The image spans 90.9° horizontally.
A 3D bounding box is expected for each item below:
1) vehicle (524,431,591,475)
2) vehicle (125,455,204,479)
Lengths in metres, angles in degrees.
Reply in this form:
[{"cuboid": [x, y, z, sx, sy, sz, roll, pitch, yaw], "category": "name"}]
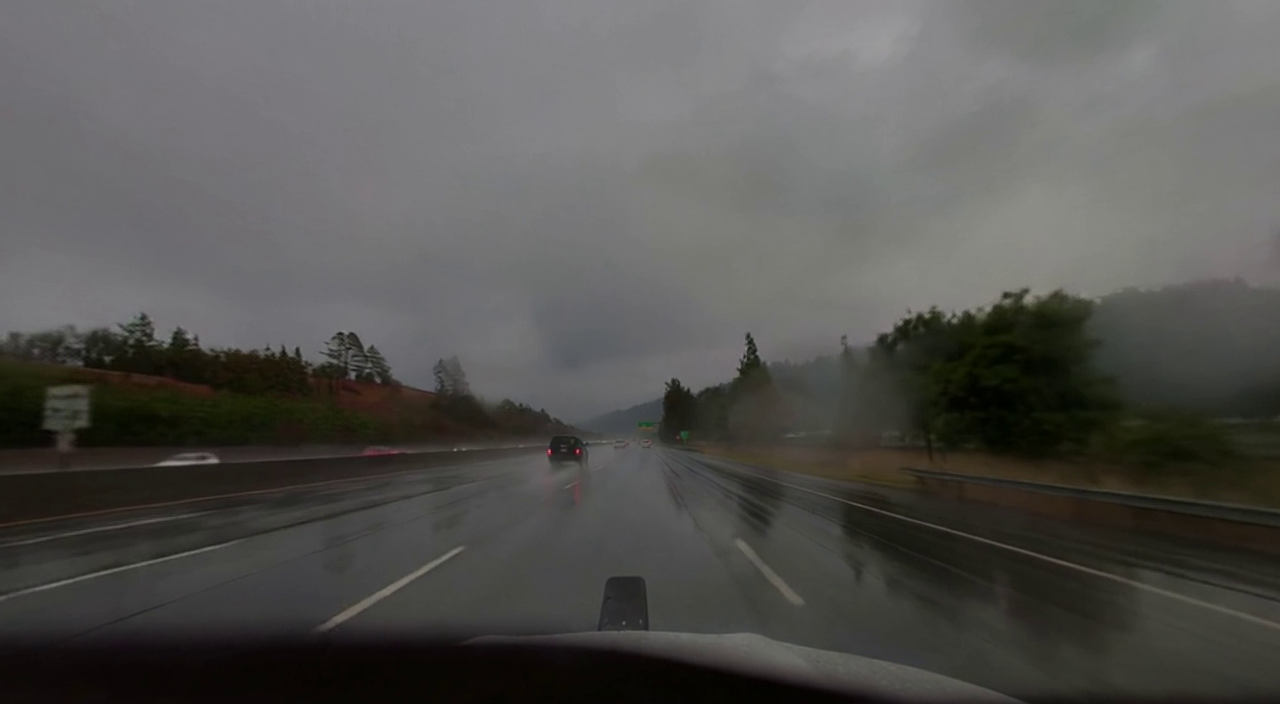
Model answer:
[{"cuboid": [-3.635, 4.584, 28.801, 2.283, 1.802, 4.810, 0, -9, 1], "category": "vehicle"}, {"cuboid": [-32.677, 7.927, 43.521, 1.793, 1.480, 4.596, 0, -8, 0], "category": "vehicle"}]
